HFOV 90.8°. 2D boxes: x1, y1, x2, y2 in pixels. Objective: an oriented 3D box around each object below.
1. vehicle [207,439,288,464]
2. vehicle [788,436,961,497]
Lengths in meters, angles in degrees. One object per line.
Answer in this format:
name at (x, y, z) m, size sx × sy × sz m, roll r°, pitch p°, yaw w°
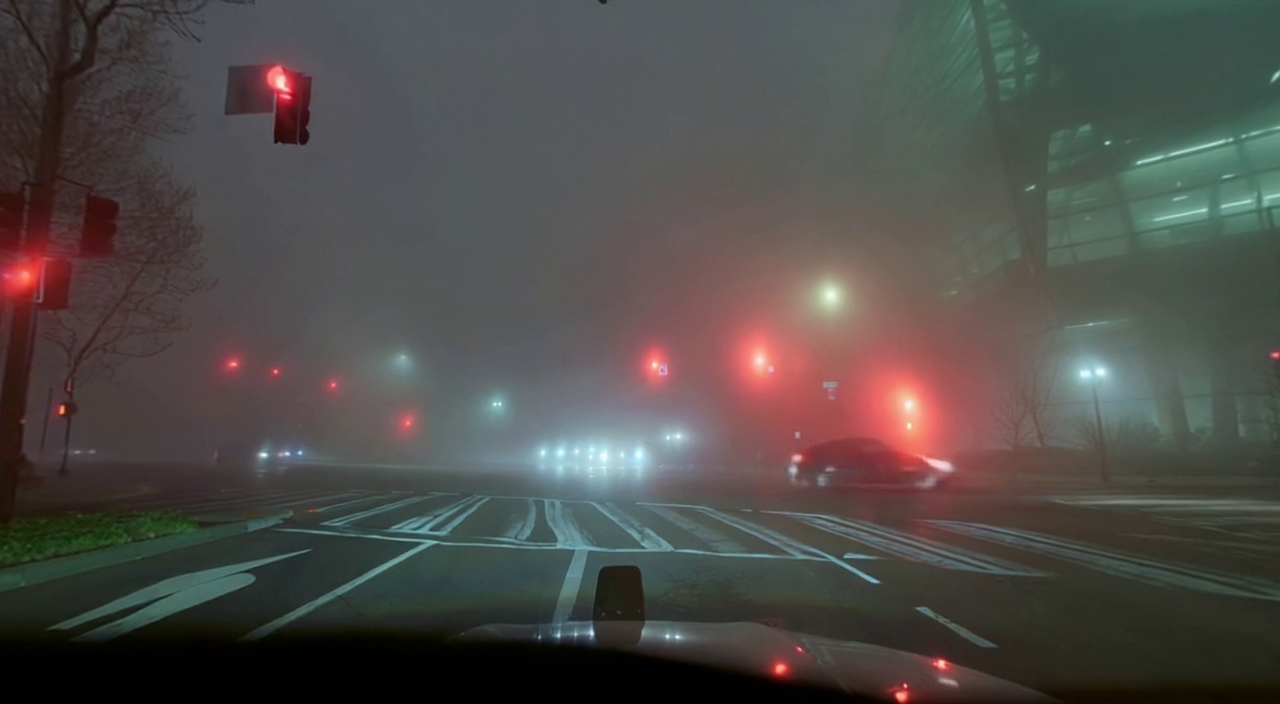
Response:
vehicle at (-25.448, 6.442, 40.882) m, size 5.408 × 1.505 × 2.091 m, roll -5°, pitch -10°, yaw 30°
vehicle at (6.526, 3.166, 17.773) m, size 4.110 × 1.511 × 1.883 m, roll -7°, pitch -11°, yaw 37°
